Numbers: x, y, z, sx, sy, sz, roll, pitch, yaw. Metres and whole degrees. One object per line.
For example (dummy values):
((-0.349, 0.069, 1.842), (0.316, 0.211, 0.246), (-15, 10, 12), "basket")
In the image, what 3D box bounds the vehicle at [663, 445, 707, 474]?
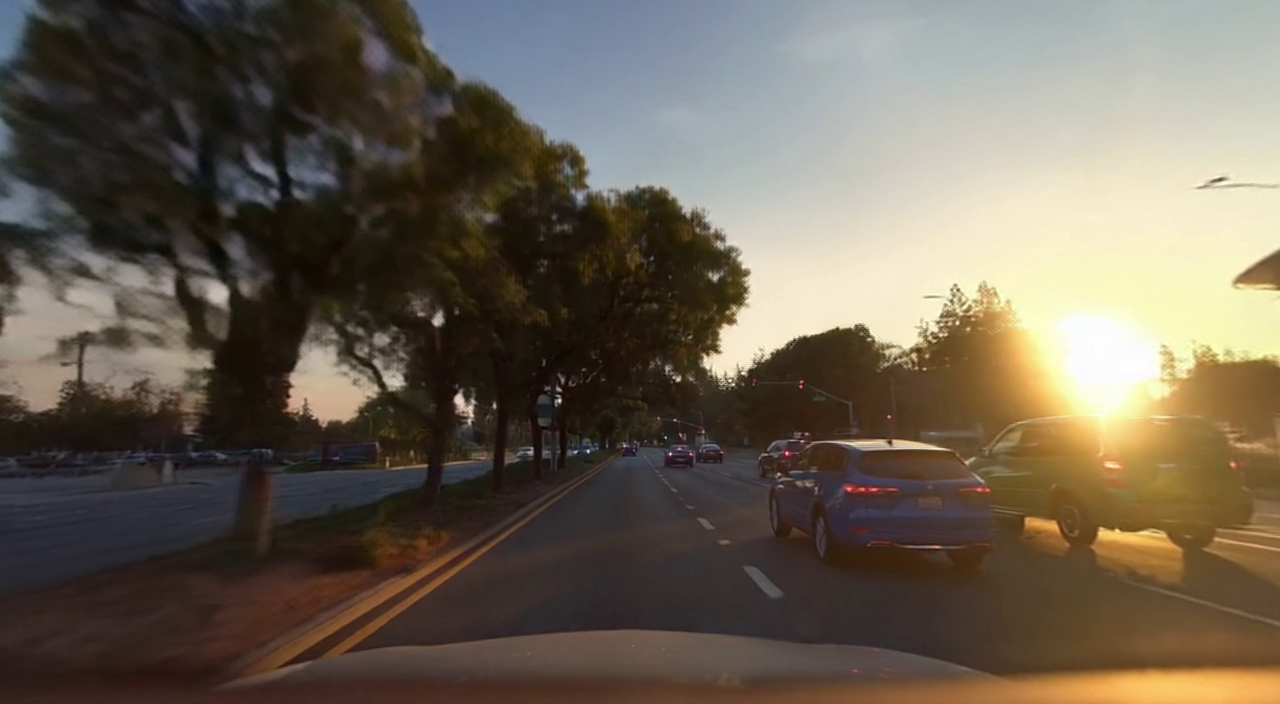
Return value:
((2.409, 5.839, 34.476), (1.980, 1.484, 4.093), (0, -8, -2), "vehicle")

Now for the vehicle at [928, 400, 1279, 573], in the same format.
((6.351, 1.757, 9.010), (2.153, 1.811, 4.595), (0, -8, -1), "vehicle")

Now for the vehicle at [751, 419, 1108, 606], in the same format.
((2.875, 1.715, 7.827), (1.932, 1.547, 4.992), (0, -8, -2), "vehicle")
